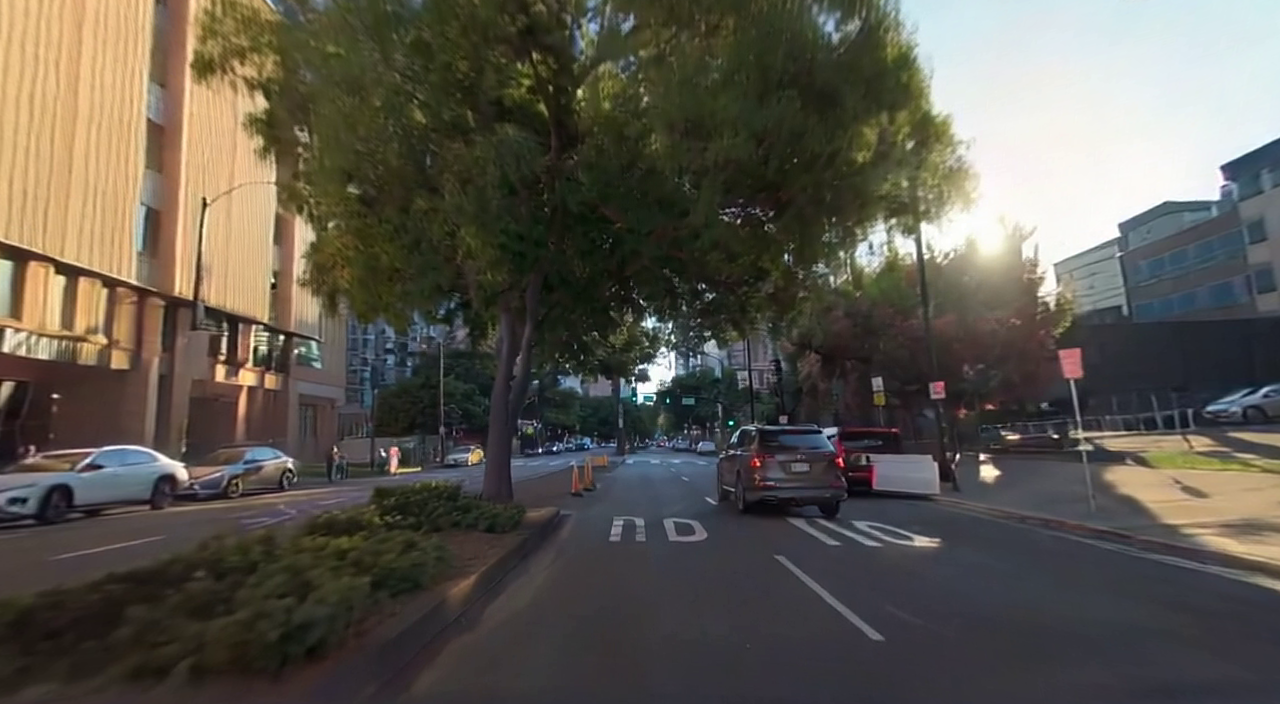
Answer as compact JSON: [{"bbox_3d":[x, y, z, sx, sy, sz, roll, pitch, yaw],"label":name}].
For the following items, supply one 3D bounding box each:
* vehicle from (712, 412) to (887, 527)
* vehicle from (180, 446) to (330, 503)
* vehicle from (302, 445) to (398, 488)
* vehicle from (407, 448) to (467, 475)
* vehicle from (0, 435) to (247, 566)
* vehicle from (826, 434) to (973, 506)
[{"bbox_3d":[2.894,2.298,12.968,2.118,1.848,5.426,0,-8,-1],"label":"vehicle"},{"bbox_3d":[-12.505,3.947,20.923,1.951,1.632,4.719,0,-8,1],"label":"vehicle"},{"bbox_3d":[-12.159,4.798,26.809,1.937,1.642,4.591,0,-8,-1],"label":"vehicle"},{"bbox_3d":[-12.128,6.561,37.965,1.832,1.467,4.854,0,-8,2],"label":"vehicle"},{"bbox_3d":[-8.875,2.237,10.471,1.750,1.607,4.241,0,-6,3],"label":"vehicle"},{"bbox_3d":[6.504,2.986,16.422,1.962,1.617,4.325,0,-8,0],"label":"vehicle"}]
